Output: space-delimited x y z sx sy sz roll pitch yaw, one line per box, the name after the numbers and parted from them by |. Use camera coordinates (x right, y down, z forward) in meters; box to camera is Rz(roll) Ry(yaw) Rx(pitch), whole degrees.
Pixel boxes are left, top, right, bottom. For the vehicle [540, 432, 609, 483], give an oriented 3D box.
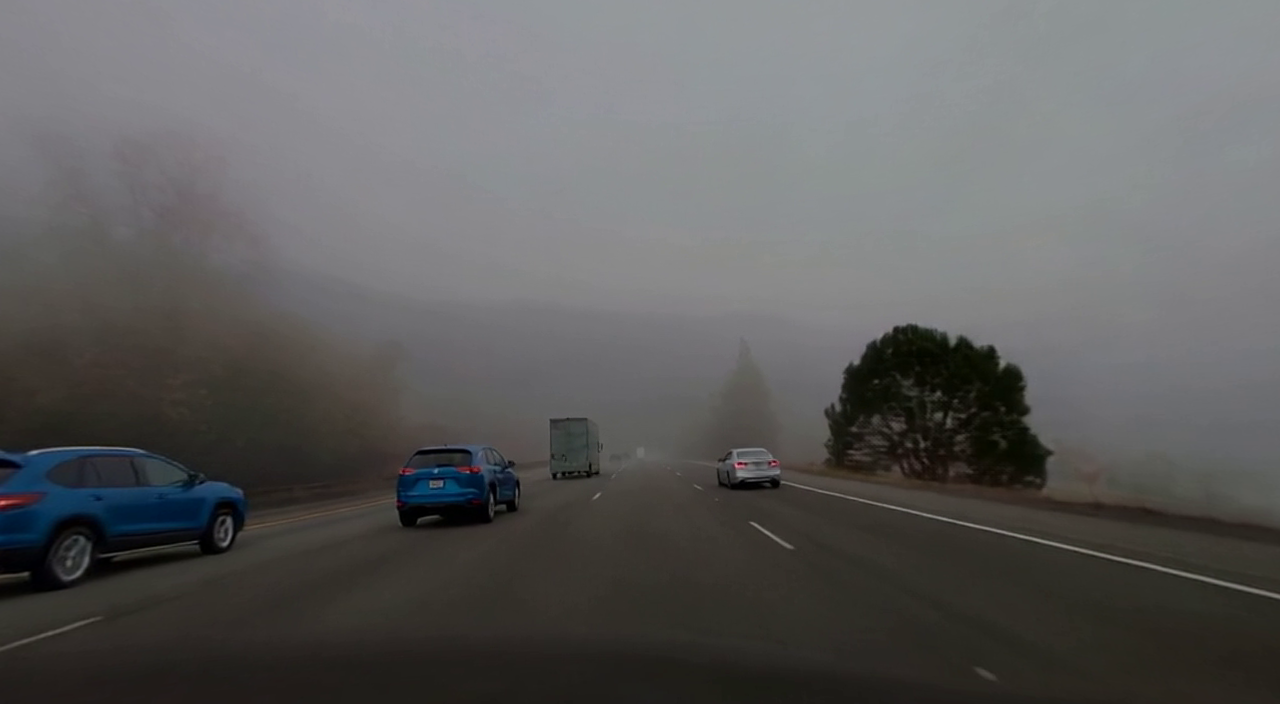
-2.934 4.921 29.667 2.494 2.136 5.539 0 -9 2 | vehicle

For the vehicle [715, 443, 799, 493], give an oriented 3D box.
4.020 4.073 22.527 2.071 1.570 4.637 0 -9 -1 | vehicle

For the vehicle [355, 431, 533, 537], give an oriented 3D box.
-3.591 2.488 12.509 2.080 1.716 4.207 0 -9 1 | vehicle

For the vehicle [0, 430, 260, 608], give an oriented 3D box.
-7.000 1.799 7.421 2.084 1.639 4.648 0 -9 1 | vehicle
